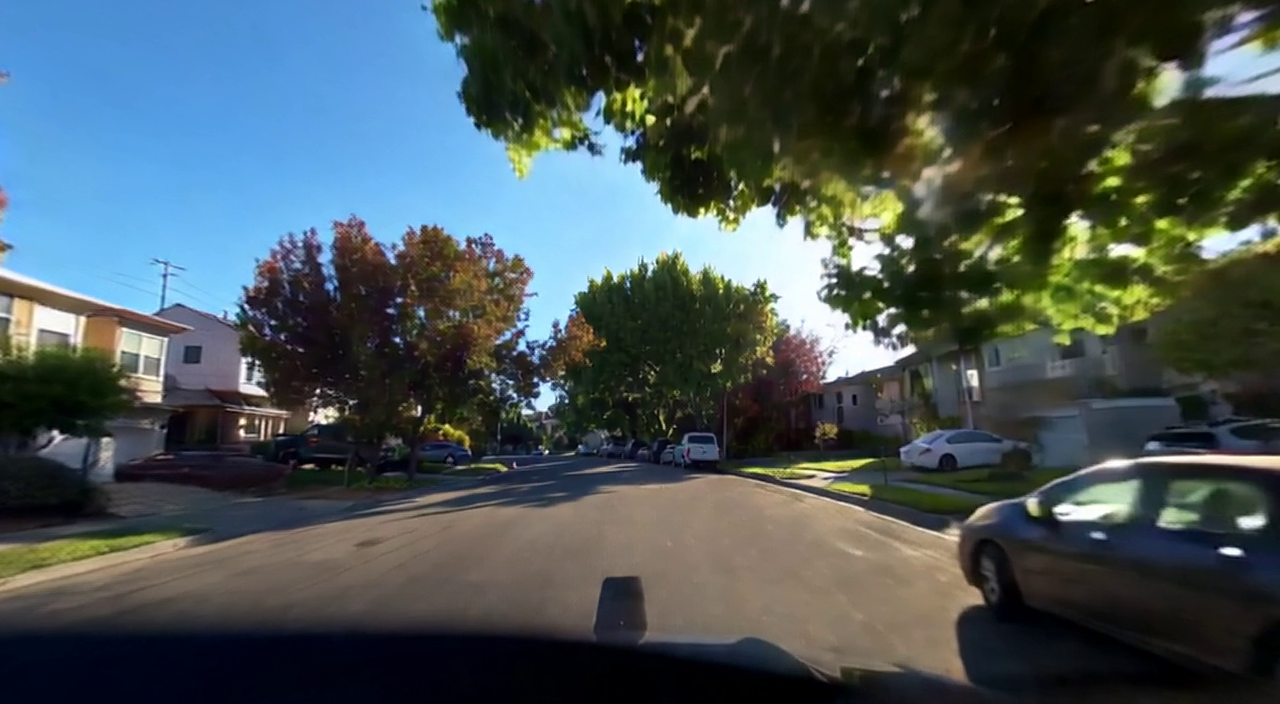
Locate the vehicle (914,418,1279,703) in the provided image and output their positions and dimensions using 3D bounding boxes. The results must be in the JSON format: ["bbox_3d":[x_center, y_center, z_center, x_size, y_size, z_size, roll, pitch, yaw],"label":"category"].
[{"bbox_3d":[3.777,1.199,3.838,2.132,1.478,4.685,0,-9,0],"label":"vehicle"}]

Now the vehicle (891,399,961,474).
[{"bbox_3d":[9.623,2.861,21.250,1.820,2.366,1.453,-5,-10,33],"label":"vehicle"}]

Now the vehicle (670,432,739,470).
[{"bbox_3d":[3.516,5.532,35.735,2.715,1.900,6.163,2,-8,-5],"label":"vehicle"}]
